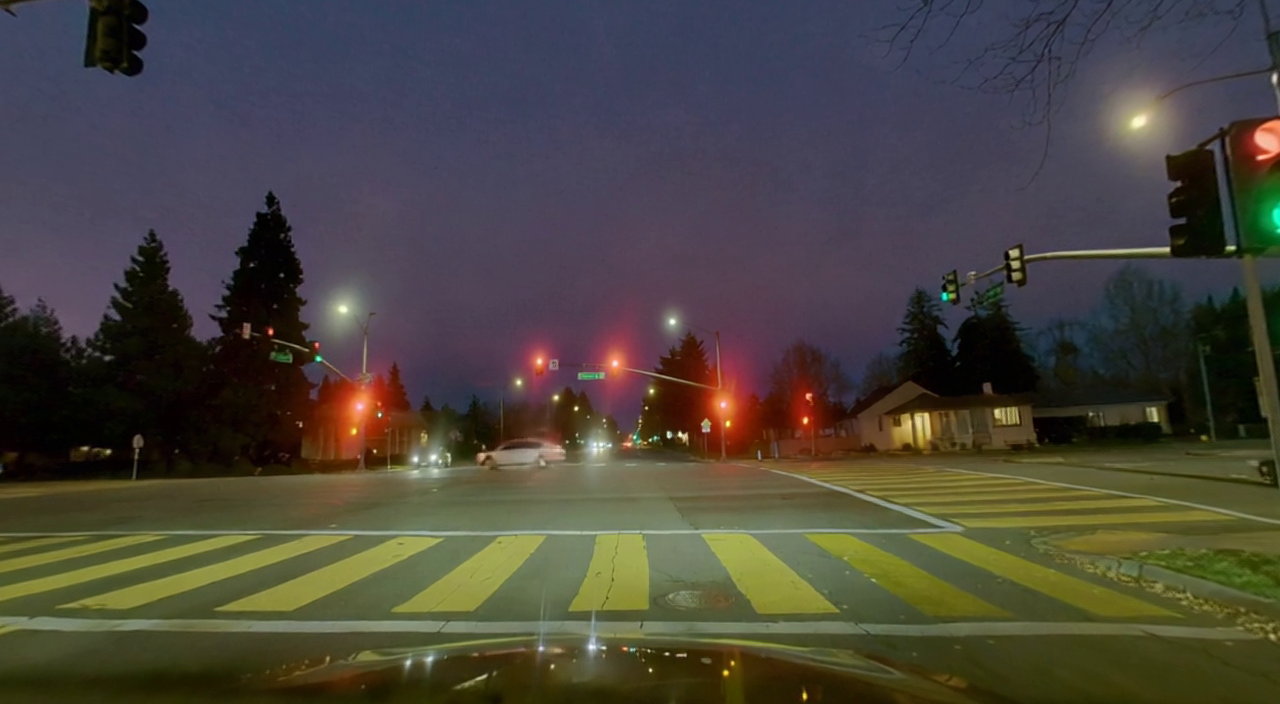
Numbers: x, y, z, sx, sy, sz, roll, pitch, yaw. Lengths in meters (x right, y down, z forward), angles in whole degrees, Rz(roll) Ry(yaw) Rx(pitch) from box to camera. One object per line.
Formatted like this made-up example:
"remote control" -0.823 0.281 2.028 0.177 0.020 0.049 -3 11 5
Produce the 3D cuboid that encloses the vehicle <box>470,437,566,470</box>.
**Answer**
"vehicle" -6.532 5.478 34.125 4.706 1.710 1.932 -1 -8 4
